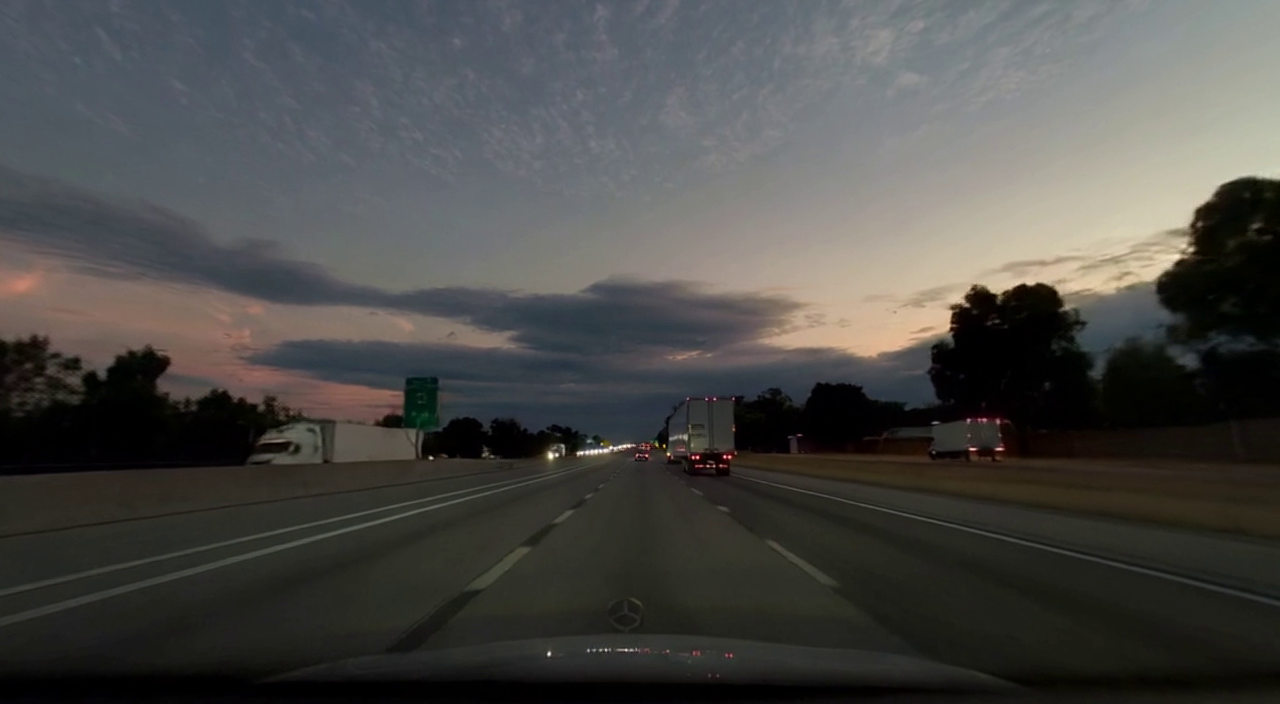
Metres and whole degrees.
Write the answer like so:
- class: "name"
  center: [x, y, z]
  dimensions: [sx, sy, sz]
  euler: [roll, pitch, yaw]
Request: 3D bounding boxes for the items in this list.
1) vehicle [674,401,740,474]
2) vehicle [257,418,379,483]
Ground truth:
- class: "vehicle"
  center: [4.281, 5.974, 43.460]
  dimensions: [3.058, 4.312, 12.251]
  euler: [0, -9, 0]
- class: "vehicle"
  center: [-20.390, 6.337, 40.649]
  dimensions: [3.723, 3.739, 7.536]
  euler: [0, -9, 0]
